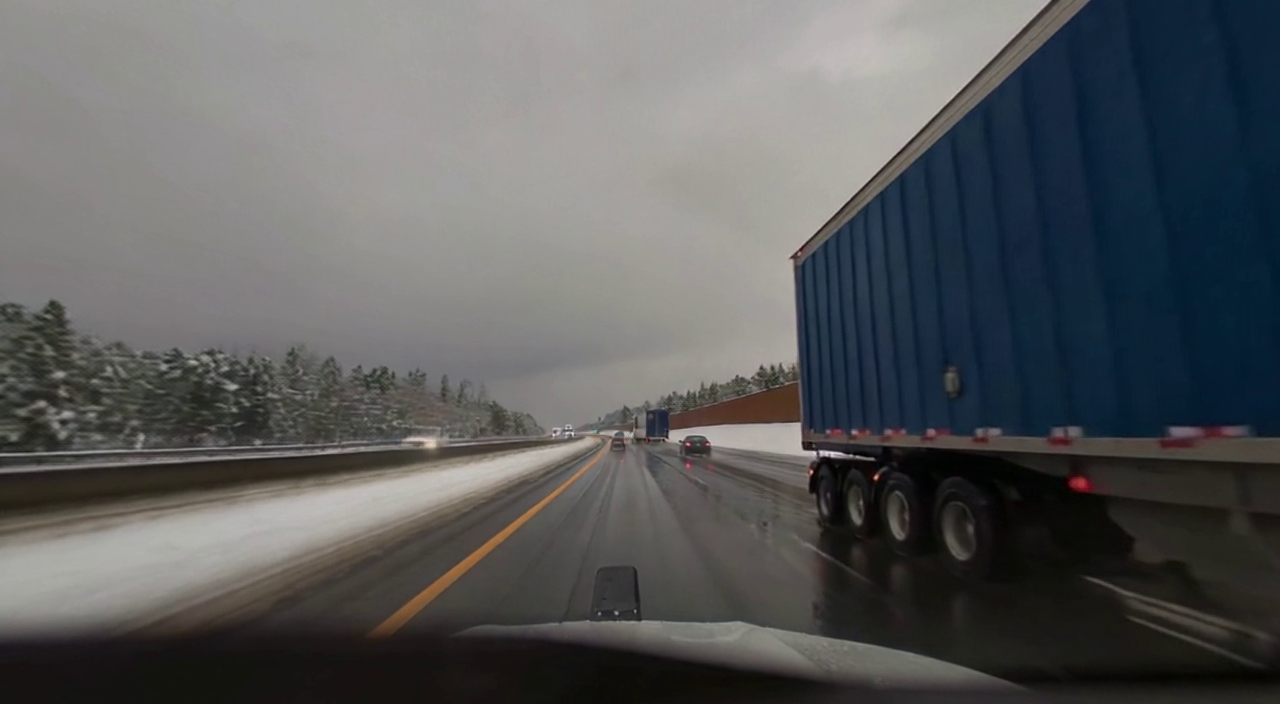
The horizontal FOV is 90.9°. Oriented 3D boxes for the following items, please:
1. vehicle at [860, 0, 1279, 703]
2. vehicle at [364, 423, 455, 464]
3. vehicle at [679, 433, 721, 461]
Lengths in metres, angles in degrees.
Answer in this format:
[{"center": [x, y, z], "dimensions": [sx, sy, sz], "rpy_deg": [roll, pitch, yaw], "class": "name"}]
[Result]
[{"center": [4.348, -0.653, 0.661], "dimensions": [2.965, 4.033, 14.299], "rpy_deg": [0, -7, -1], "class": "vehicle"}, {"center": [-8.926, 3.578, 24.835], "dimensions": [1.989, 1.462, 4.329], "rpy_deg": [0, -7, -1], "class": "vehicle"}, {"center": [3.339, 5.356, 35.865], "dimensions": [1.813, 1.454, 4.197], "rpy_deg": [0, -7, -3], "class": "vehicle"}]
